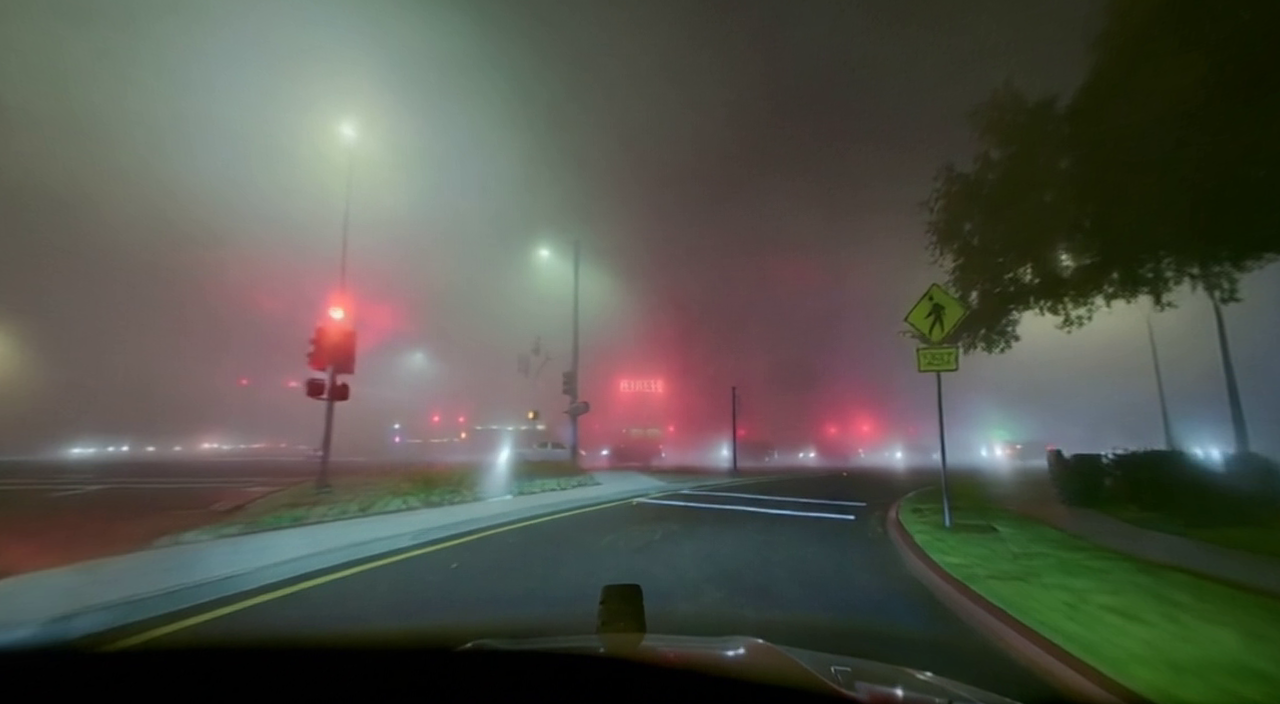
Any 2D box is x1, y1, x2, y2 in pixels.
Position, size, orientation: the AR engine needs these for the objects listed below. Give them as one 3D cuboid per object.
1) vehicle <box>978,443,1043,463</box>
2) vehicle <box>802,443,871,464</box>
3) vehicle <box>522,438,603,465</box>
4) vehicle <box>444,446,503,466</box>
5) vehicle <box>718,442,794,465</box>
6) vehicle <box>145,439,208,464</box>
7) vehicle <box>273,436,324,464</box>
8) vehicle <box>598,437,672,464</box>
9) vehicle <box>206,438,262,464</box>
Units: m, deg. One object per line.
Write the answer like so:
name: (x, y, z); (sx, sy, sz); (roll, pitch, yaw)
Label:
vehicle: (29.205, 7.958, 49.486); (4.356, 1.543, 1.844); (3, -9, -17)
vehicle: (15.031, 7.760, 48.020); (4.774, 1.493, 1.854); (3, -9, -18)
vehicle: (-4.779, 6.158, 38.614); (4.648, 1.501, 1.862); (4, -10, -17)
vehicle: (-13.246, 8.252, 49.770); (4.389, 1.502, 1.794); (3, -9, -17)
vehicle: (8.420, 7.415, 45.772); (5.112, 1.593, 1.865); (2, -11, -17)
vehicle: (-29.502, 6.345, 40.075); (1.900, 1.462, 4.225); (3, -9, -18)
vehicle: (-23.105, 6.658, 42.648); (2.114, 1.784, 4.450); (3, -9, -17)
vehicle: (-0.350, 6.747, 43.061); (4.713, 1.664, 1.909); (2, -10, -18)
vehicle: (-26.519, 6.490, 41.122); (1.977, 1.584, 3.983); (3, -9, -17)
